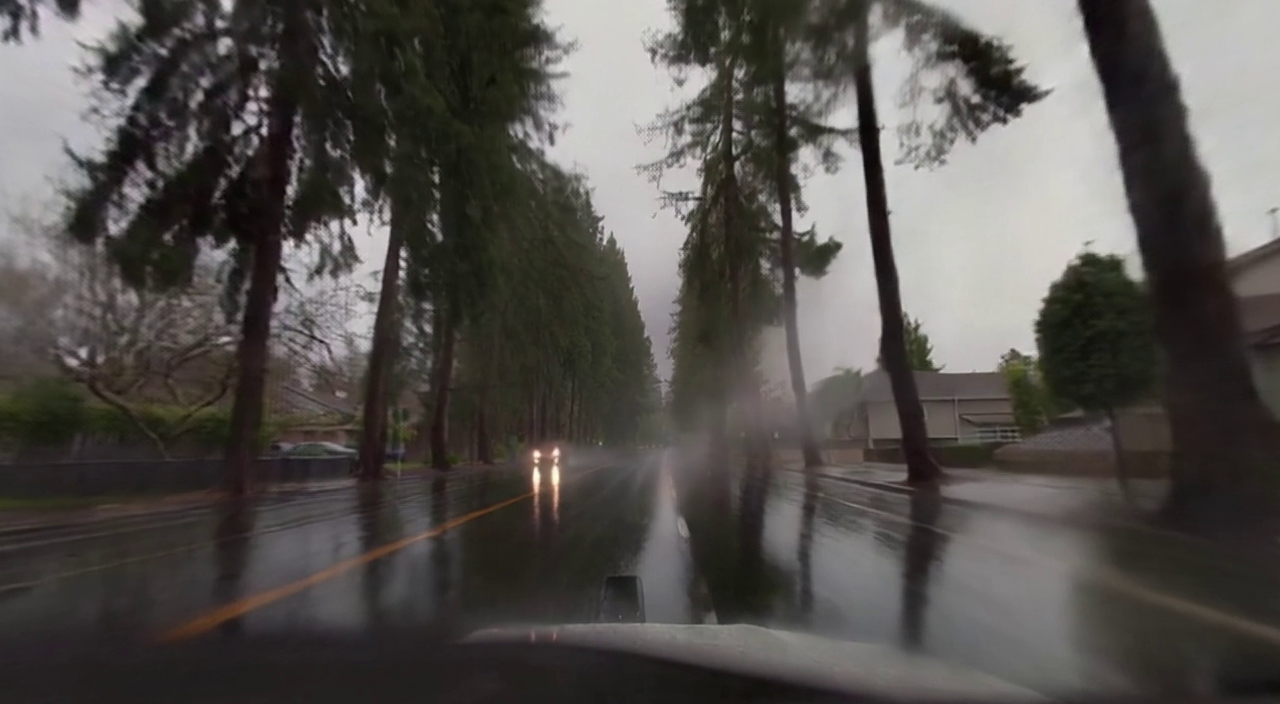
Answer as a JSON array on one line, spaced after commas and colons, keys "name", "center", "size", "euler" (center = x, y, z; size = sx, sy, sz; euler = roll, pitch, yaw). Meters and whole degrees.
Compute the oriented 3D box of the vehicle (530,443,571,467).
[{"name": "vehicle", "center": [-6.339, 7.333, 45.081], "size": [2.000, 1.570, 4.808], "euler": [-1, -9, 3]}]
